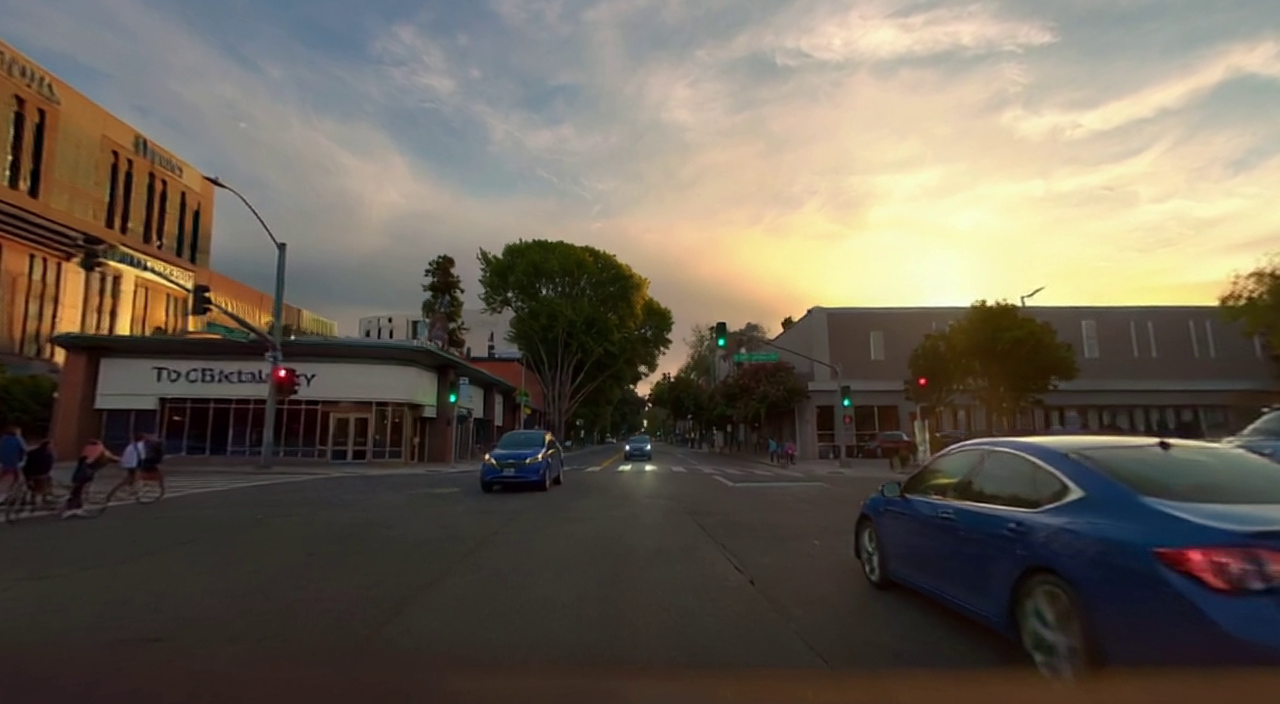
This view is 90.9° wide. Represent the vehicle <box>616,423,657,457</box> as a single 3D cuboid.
[{"bbox_3d":[-0.238,5.519,39.376,2.390,1.948,5.344,0,-8,-1],"label":"vehicle"}]

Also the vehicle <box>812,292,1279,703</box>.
[{"bbox_3d":[2.859,0.985,4.245,2.048,1.725,4.754,0,-8,0],"label":"vehicle"}]

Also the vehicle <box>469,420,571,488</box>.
[{"bbox_3d":[-3.205,2.829,17.723,1.961,1.658,4.064,-1,-8,2],"label":"vehicle"}]
